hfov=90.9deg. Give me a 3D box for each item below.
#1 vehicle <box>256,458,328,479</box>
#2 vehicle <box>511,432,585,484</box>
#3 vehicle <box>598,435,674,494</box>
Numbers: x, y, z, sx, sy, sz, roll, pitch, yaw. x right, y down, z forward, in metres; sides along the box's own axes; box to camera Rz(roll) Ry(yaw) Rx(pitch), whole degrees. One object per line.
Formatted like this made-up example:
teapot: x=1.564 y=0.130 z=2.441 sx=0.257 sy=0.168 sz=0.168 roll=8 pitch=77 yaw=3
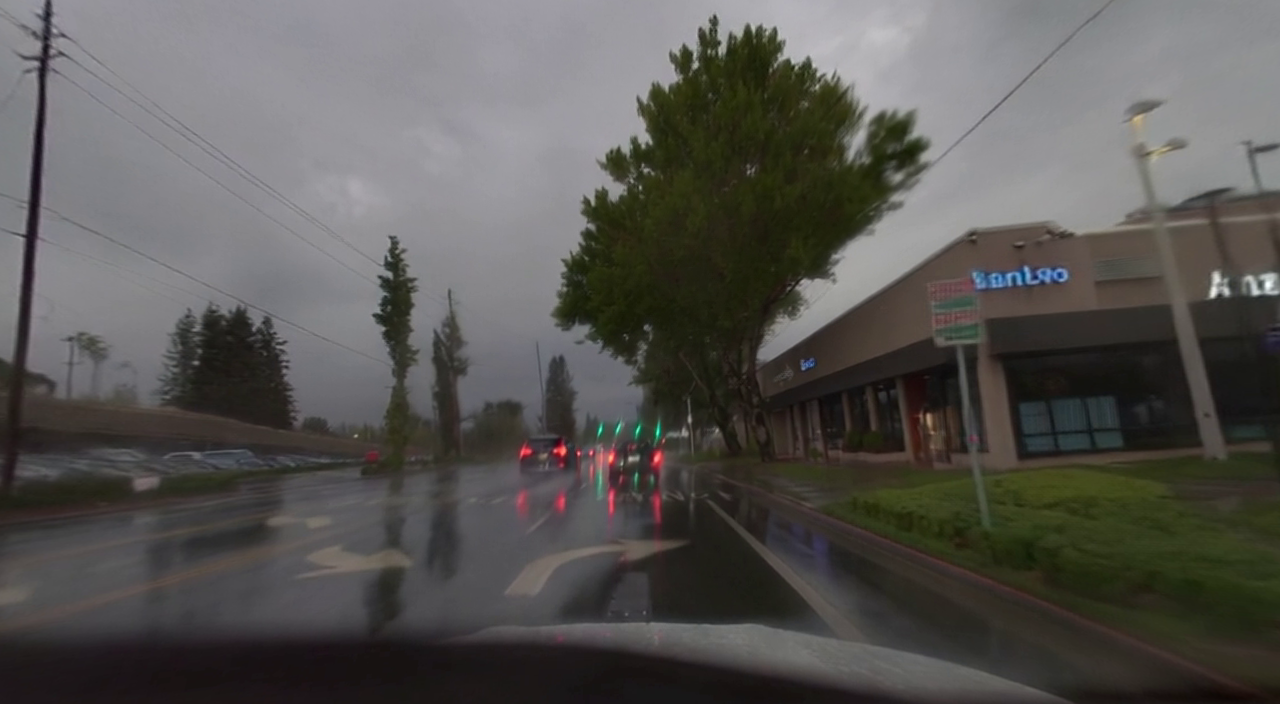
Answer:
vehicle: x=-26.405 y=8.814 z=47.874 sx=4.553 sy=1.479 sz=1.768 roll=-1 pitch=-9 yaw=7
vehicle: x=-3.525 y=4.183 z=25.212 sx=2.064 sy=1.859 sz=5.154 roll=0 pitch=-8 yaw=1
vehicle: x=-0.117 y=3.455 z=19.774 sx=2.108 sy=1.612 sz=4.246 roll=0 pitch=-8 yaw=0
